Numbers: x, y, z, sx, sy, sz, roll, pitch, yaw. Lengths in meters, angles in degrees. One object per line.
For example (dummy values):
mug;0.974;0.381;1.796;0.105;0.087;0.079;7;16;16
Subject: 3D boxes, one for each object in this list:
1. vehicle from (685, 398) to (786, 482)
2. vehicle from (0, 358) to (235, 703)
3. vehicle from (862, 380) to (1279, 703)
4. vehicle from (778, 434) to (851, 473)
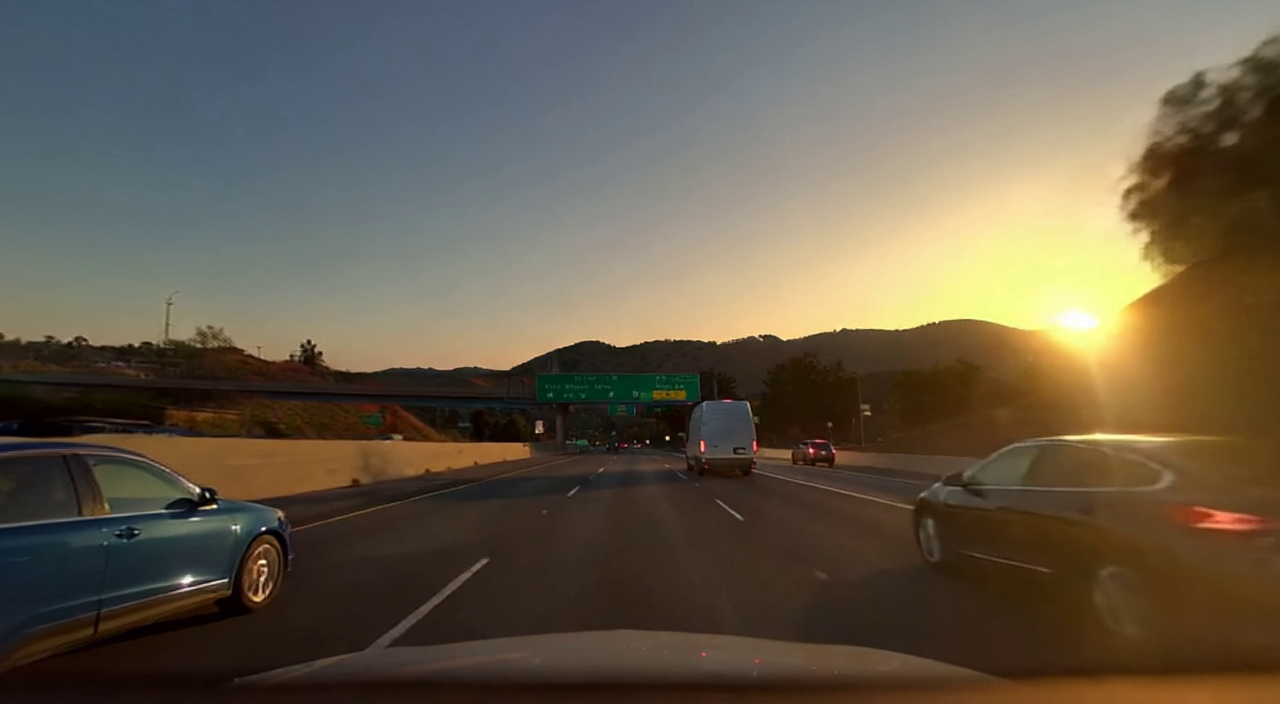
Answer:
vehicle;3.323;3.330;23.797;2.629;2.718;6.740;0;-8;-1
vehicle;-3.861;0.778;2.274;2.000;1.646;4.201;0;-8;0
vehicle;3.597;1.171;4.532;2.108;1.509;5.059;0;-8;-1
vehicle;7.726;4.554;28.479;1.978;1.621;4.320;0;-8;-1
